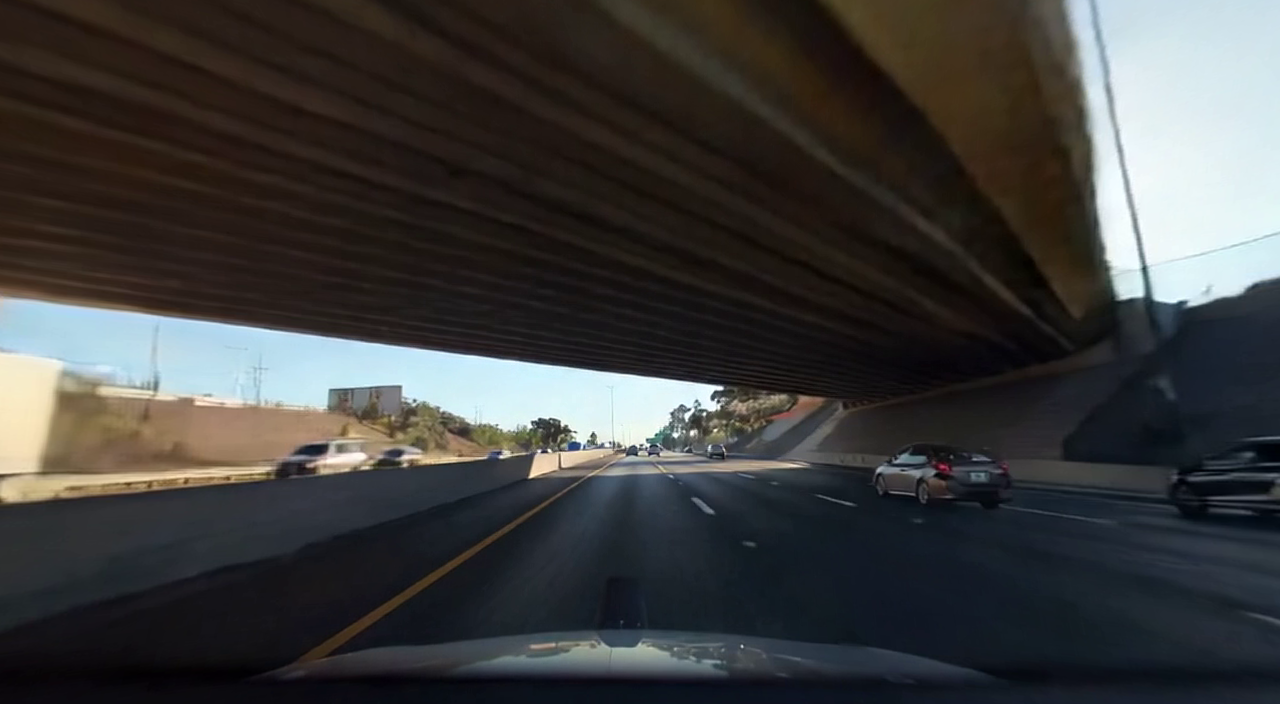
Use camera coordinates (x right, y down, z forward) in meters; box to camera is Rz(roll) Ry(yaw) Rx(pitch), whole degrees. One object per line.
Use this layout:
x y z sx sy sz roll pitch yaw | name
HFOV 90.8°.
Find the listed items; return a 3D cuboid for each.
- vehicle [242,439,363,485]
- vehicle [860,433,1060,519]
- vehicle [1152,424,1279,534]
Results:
-13.572 4.443 25.874 2.009 1.650 5.269 0 -9 0 | vehicle
6.691 2.629 13.961 1.901 1.548 4.684 0 -9 -1 | vehicle
10.879 1.950 9.870 2.068 1.680 4.361 -1 -8 1 | vehicle
